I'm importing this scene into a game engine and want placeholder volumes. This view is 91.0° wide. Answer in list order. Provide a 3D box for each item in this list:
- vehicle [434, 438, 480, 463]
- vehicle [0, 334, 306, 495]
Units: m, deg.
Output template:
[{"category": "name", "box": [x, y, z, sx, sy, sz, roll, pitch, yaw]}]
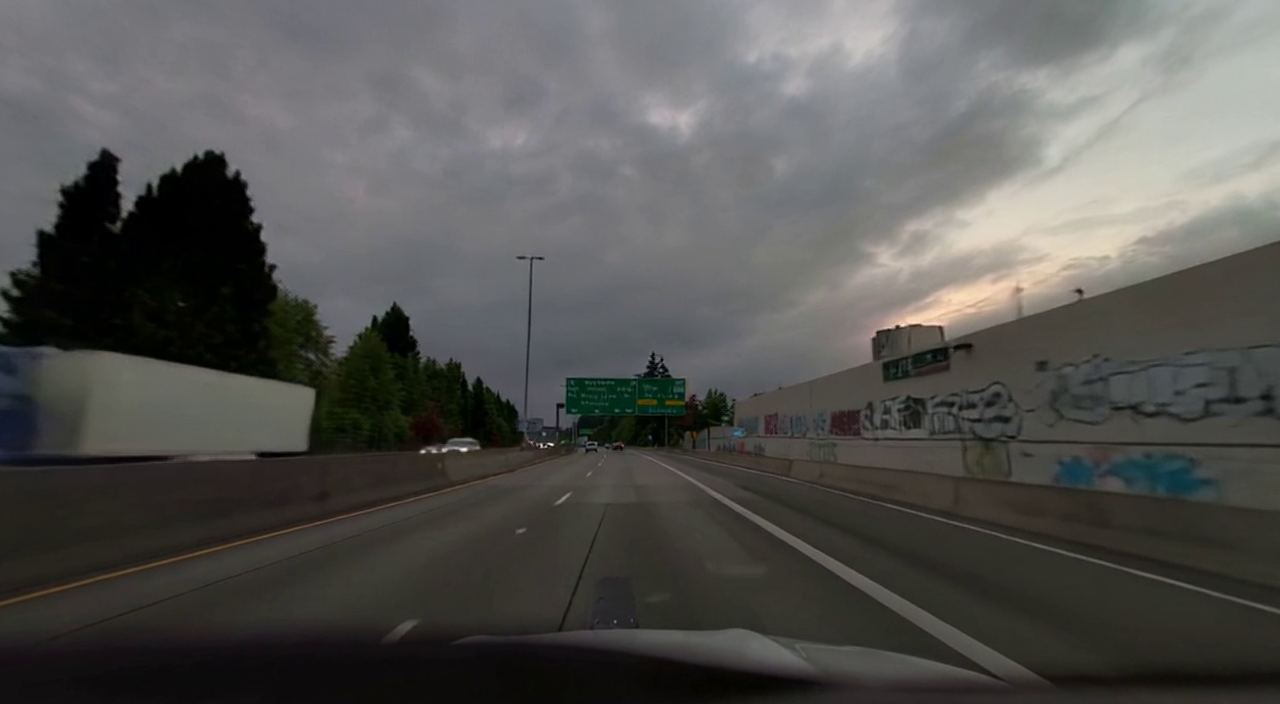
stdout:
[{"category": "vehicle", "box": [-13.212, 7.122, 45.736, 2.142, 1.679, 4.358, 0, -8, -1]}, {"category": "vehicle", "box": [-17.061, 2.502, 22.598, 3.419, 4.108, 13.030, 0, -8, -2]}]
